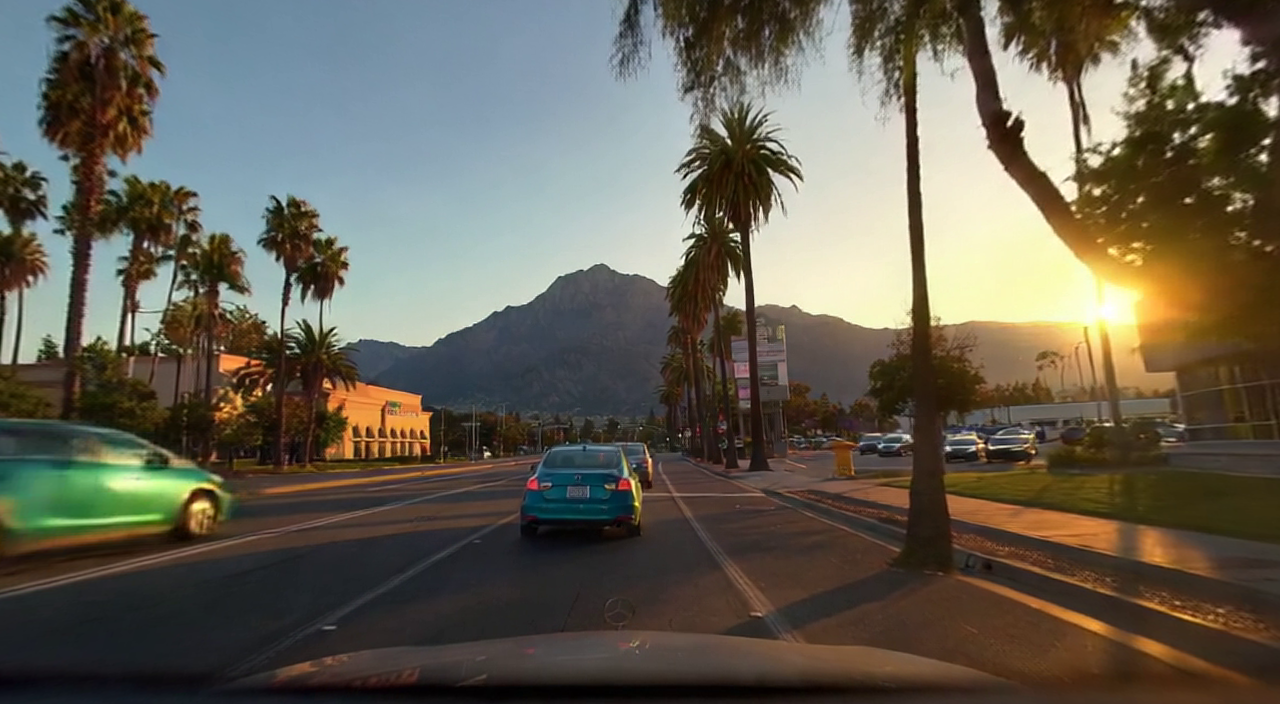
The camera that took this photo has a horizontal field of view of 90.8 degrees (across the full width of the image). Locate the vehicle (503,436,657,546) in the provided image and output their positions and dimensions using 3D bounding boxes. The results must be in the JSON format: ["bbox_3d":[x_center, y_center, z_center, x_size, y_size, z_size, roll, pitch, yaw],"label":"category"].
[{"bbox_3d":[-0.906,2.173,10.540,2.067,1.459,3.886,0,-8,-3],"label":"vehicle"}]

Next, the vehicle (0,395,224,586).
[{"bbox_3d":[-7.625,1.485,6.972,2.400,1.900,5.325,0,-8,0],"label":"vehicle"}]

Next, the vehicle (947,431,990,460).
[{"bbox_3d":[18.686,5.329,35.997,1.961,1.526,4.640,-4,-9,26],"label":"vehicle"}]

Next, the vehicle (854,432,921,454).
[{"bbox_3d":[19.155,7.088,49.104,1.925,1.652,4.490,6,-10,-35],"label":"vehicle"}]
